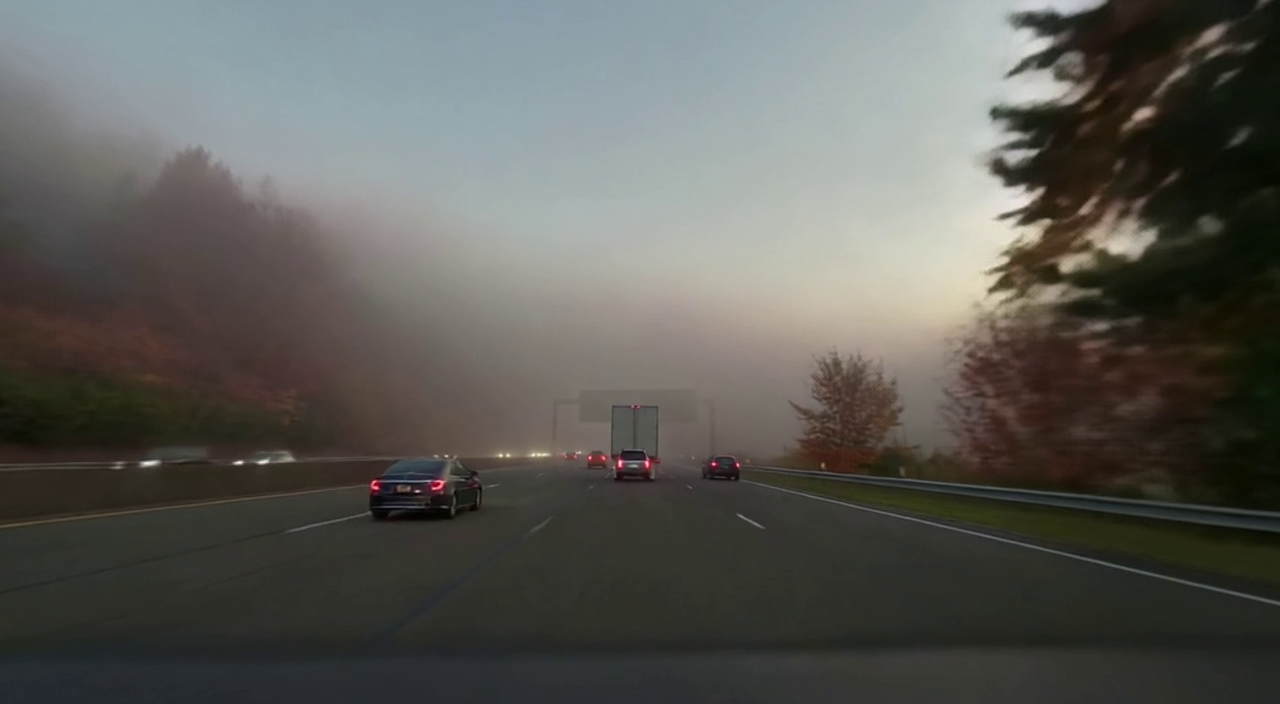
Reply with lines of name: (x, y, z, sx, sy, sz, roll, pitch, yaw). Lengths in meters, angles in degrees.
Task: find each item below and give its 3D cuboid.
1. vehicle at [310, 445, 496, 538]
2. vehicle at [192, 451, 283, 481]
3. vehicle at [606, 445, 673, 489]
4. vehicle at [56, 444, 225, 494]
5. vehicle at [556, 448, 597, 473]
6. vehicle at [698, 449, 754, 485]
vehicle: (-4.306, 2.575, 12.214, 2.017, 1.469, 4.113, 0, -9, 0)
vehicle: (-22.418, 6.339, 35.144, 2.012, 1.564, 4.573, 0, -9, 0)
vehicle: (-0.041, 4.891, 26.956, 2.634, 1.679, 4.070, 0, -9, -1)
vehicle: (-18.342, 4.296, 23.445, 2.186, 1.631, 4.951, 0, -9, 1)
vehicle: (-4.619, 7.972, 46.211, 2.545, 1.679, 4.267, 0, -9, 0)
vehicle: (4.102, 5.535, 30.524, 2.035, 1.571, 4.413, 0, -9, -1)
